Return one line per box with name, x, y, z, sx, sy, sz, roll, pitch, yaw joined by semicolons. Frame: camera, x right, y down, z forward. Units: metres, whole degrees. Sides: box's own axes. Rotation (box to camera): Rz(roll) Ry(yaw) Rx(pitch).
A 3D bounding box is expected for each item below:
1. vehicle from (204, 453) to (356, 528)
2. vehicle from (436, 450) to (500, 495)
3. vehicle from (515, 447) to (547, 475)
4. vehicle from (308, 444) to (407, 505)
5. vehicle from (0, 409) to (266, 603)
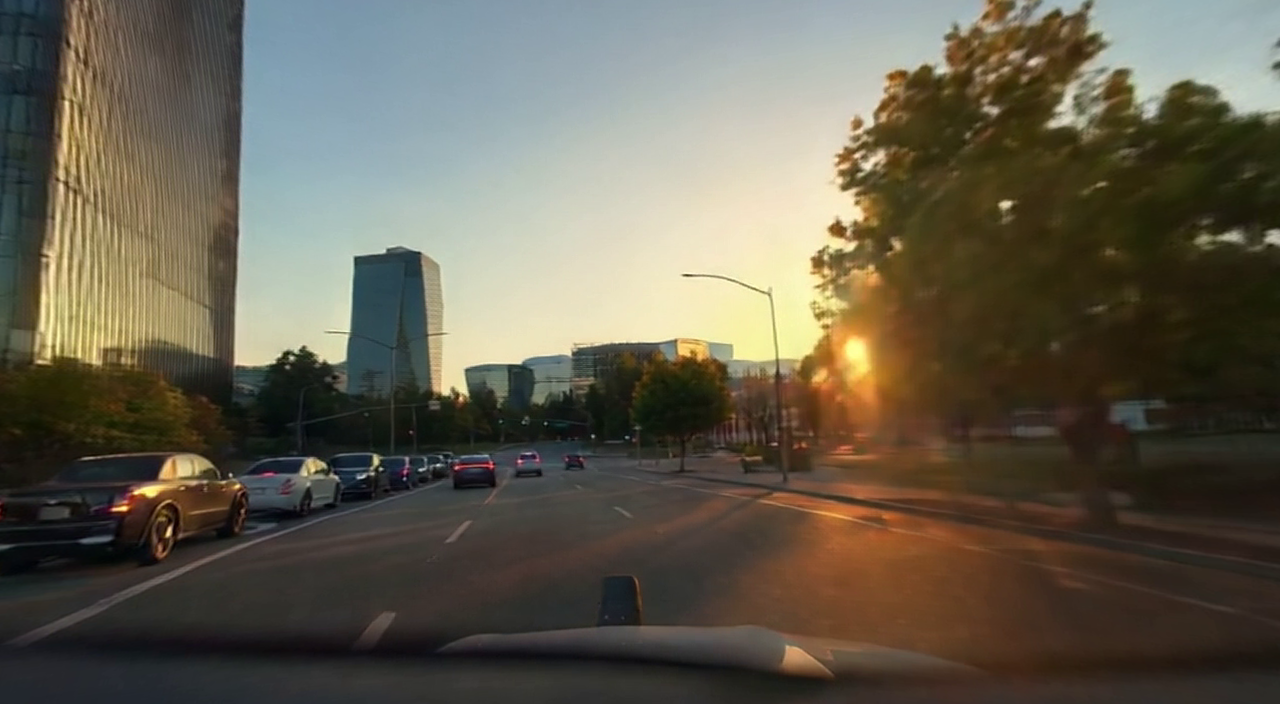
vehicle;-8.981;3.413;16.216;1.868;1.514;4.870;2;-8;-11
vehicle;-6.927;4.742;25.219;2.205;1.537;4.895;2;-9;-16
vehicle;-7.917;7.853;45.429;2.102;1.815;4.716;1;-8;-10
vehicle;-9.928;4.262;22.479;2.142;1.834;4.588;-2;-8;-10
vehicle;-7.433;1.986;9.113;2.142;2.061;4.750;2;-9;-15
